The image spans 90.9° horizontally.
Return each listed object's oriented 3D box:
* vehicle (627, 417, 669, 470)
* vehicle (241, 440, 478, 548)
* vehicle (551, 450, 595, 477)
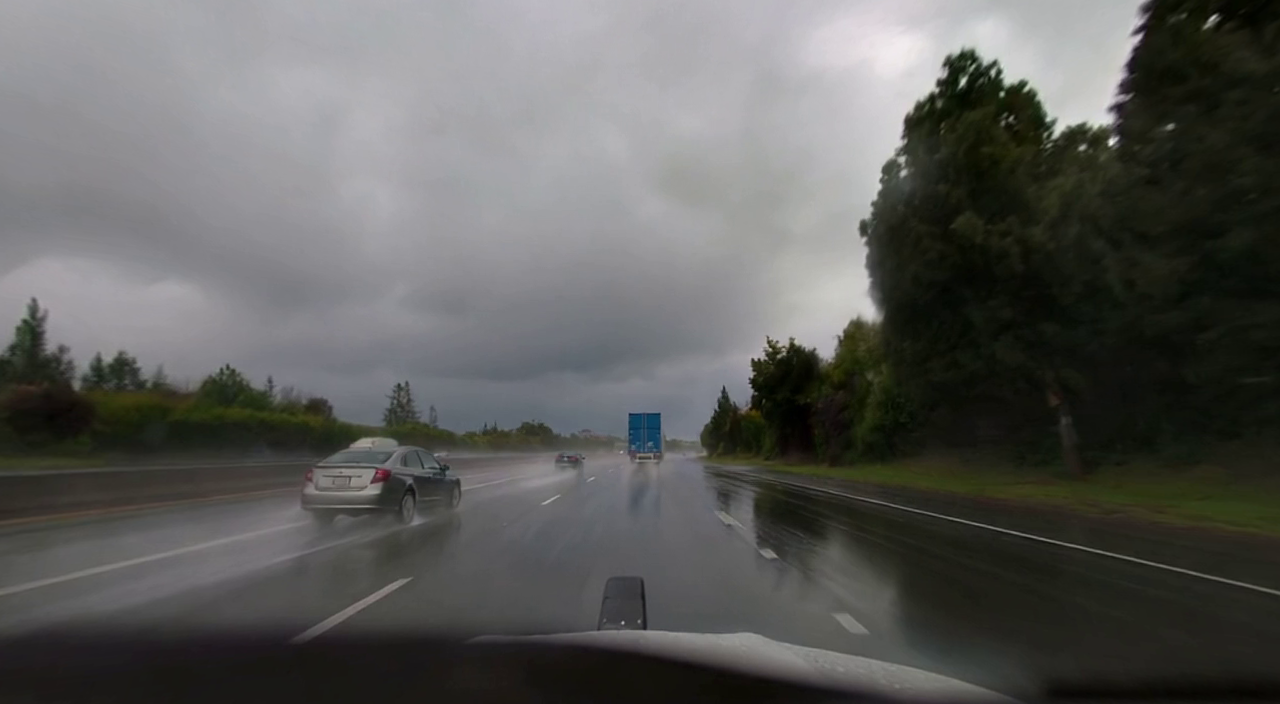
[{"bbox_3d":[0.533,7.014,48.099,2.893,3.628,9.081,0,-9,0],"label":"vehicle"},{"bbox_3d":[-4.409,2.287,10.871,2.010,1.461,4.391,0,-9,1],"label":"vehicle"},{"bbox_3d":[-3.755,6.297,35.963,1.981,1.435,4.199,0,-9,1],"label":"vehicle"}]
